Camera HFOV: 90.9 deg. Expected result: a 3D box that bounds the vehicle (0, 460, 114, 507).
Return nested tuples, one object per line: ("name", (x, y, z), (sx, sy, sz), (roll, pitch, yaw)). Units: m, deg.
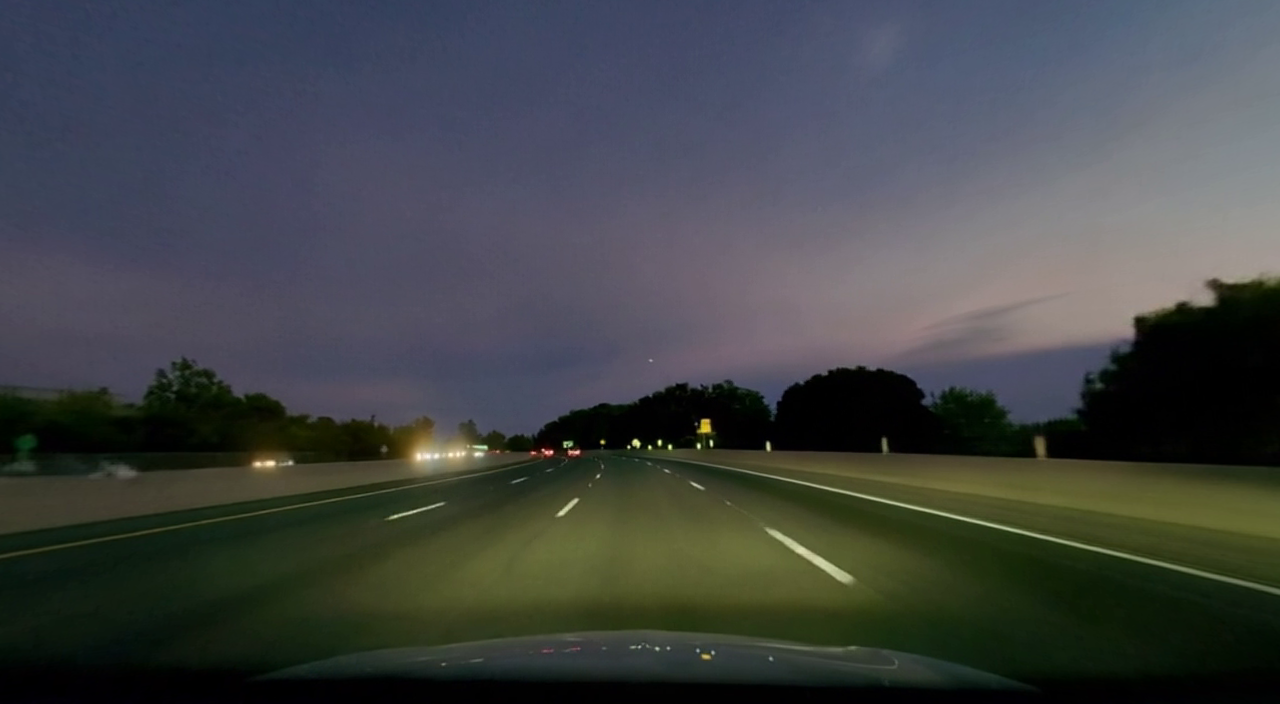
("vehicle", (-25.756, 5.538, 27.060), (2.069, 1.584, 5.069), (3, -8, -1))
